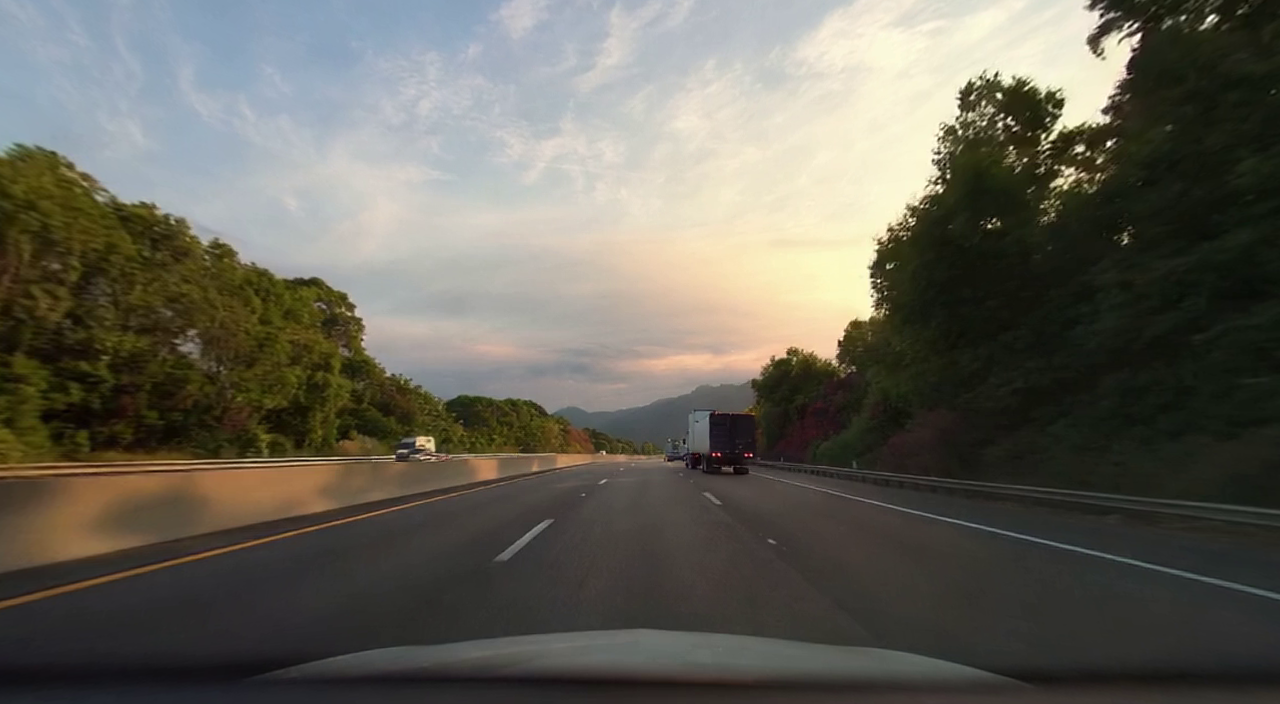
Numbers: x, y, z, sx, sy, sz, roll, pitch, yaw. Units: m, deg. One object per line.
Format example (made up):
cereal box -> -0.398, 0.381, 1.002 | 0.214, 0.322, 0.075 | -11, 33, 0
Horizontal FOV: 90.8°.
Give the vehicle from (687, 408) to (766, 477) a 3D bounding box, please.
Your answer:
vehicle -> 4.834, 5.606, 38.549 | 2.868, 3.427, 14.032 | 0, -9, 0
